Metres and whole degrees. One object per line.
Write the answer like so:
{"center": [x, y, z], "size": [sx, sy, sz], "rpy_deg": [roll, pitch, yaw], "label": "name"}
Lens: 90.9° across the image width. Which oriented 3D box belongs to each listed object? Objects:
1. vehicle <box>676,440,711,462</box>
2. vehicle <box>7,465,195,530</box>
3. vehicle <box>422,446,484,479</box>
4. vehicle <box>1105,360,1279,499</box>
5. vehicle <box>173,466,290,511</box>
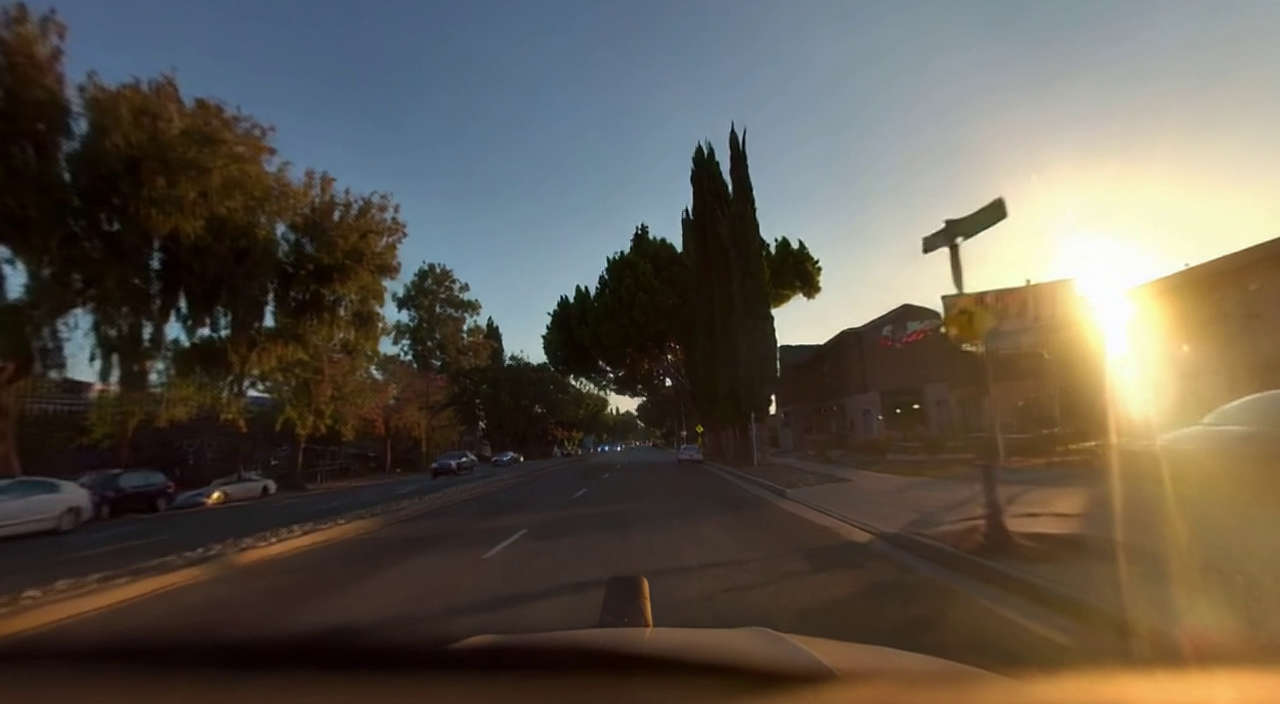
{"center": [3.709, 7.005, 44.697], "size": [2.041, 1.523, 4.281], "rpy_deg": [0, -8, -1], "label": "vehicle"}
{"center": [-17.991, 4.827, 21.474], "size": [1.882, 1.706, 4.938], "rpy_deg": [-3, -9, 3], "label": "vehicle"}
{"center": [-10.983, 6.492, 37.342], "size": [2.079, 1.812, 4.757], "rpy_deg": [-1, -8, 2], "label": "vehicle"}
{"center": [9.916, 1.117, 9.078], "size": [4.843, 1.748, 1.985], "rpy_deg": [0, -8, -3], "label": "vehicle"}
{"center": [-17.835, 5.953, 27.865], "size": [1.902, 1.484, 4.908], "rpy_deg": [-4, -9, 1], "label": "vehicle"}
